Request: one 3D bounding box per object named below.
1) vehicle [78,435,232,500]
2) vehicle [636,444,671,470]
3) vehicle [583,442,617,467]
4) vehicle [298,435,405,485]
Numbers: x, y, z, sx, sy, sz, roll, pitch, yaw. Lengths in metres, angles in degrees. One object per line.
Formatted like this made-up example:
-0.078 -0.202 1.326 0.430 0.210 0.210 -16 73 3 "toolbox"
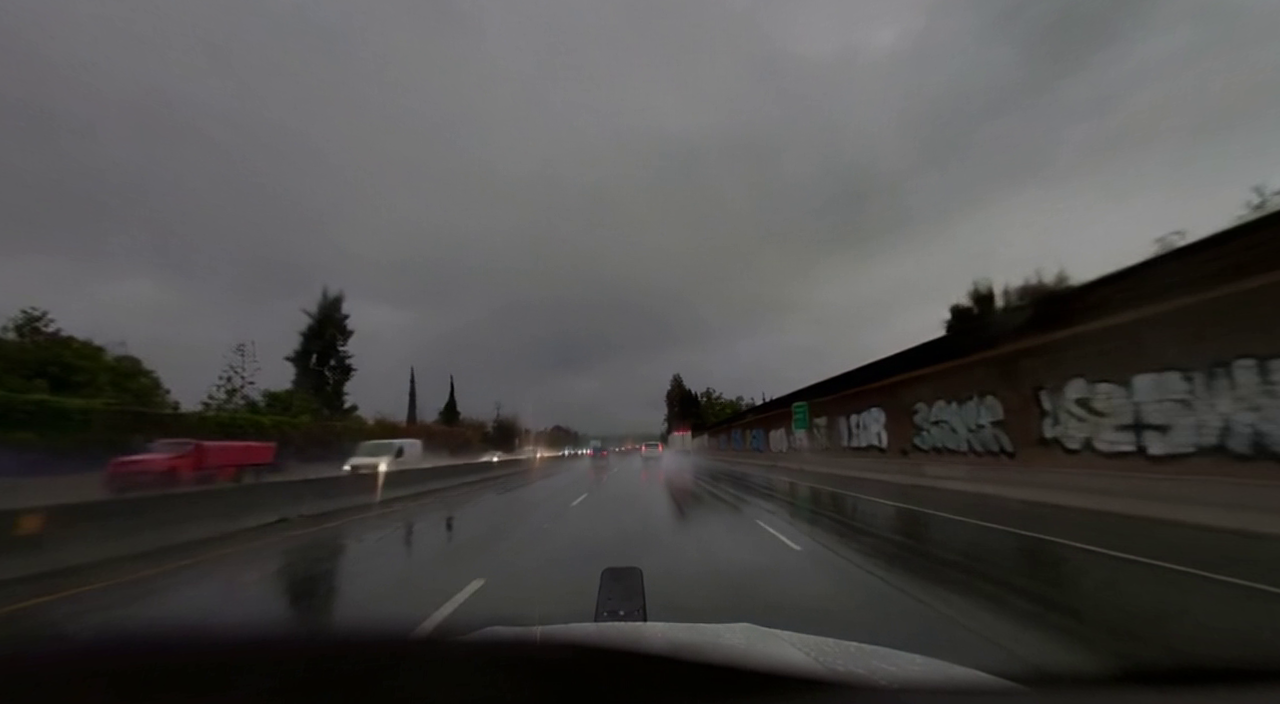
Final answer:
-20.171 4.801 26.608 2.257 2.418 5.186 0 -9 0 "vehicle"
0.771 6.384 38.361 2.009 1.506 4.091 0 -9 0 "vehicle"
-2.869 7.481 46.012 2.095 1.671 4.193 0 -9 1 "vehicle"
-11.978 4.536 26.621 2.111 1.885 4.942 0 -9 1 "vehicle"
